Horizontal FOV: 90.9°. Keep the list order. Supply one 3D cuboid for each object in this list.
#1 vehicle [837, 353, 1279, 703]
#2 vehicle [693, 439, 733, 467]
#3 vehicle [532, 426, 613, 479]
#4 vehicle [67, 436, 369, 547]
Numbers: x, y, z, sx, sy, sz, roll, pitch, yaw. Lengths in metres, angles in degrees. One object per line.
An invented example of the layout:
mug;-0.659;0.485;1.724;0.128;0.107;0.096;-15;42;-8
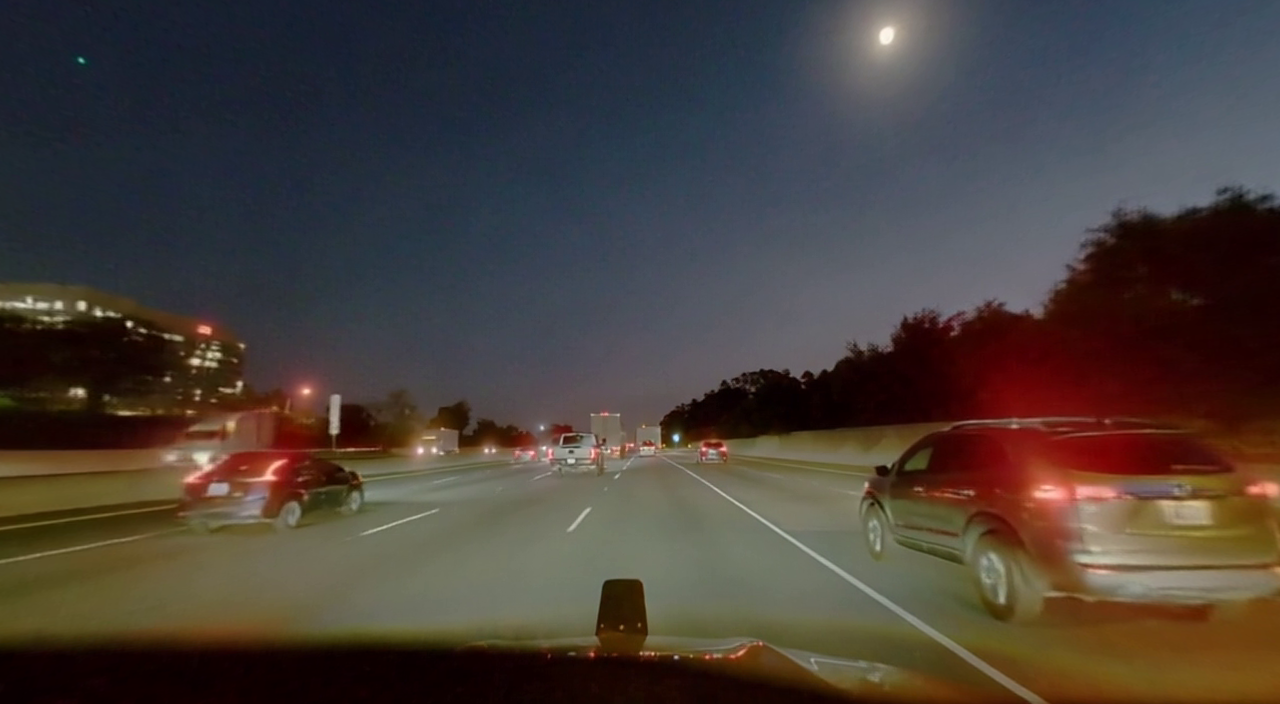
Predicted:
vehicle;3.180;1.140;4.690;2.028;1.658;4.334;0;-8;0
vehicle;4.605;6.426;40.384;2.026;1.661;3.865;0;-8;-1
vehicle;-2.772;4.401;27.792;2.645;2.023;6.491;-1;-8;2
vehicle;-6.716;2.229;10.797;2.235;1.506;4.159;0;-8;1
